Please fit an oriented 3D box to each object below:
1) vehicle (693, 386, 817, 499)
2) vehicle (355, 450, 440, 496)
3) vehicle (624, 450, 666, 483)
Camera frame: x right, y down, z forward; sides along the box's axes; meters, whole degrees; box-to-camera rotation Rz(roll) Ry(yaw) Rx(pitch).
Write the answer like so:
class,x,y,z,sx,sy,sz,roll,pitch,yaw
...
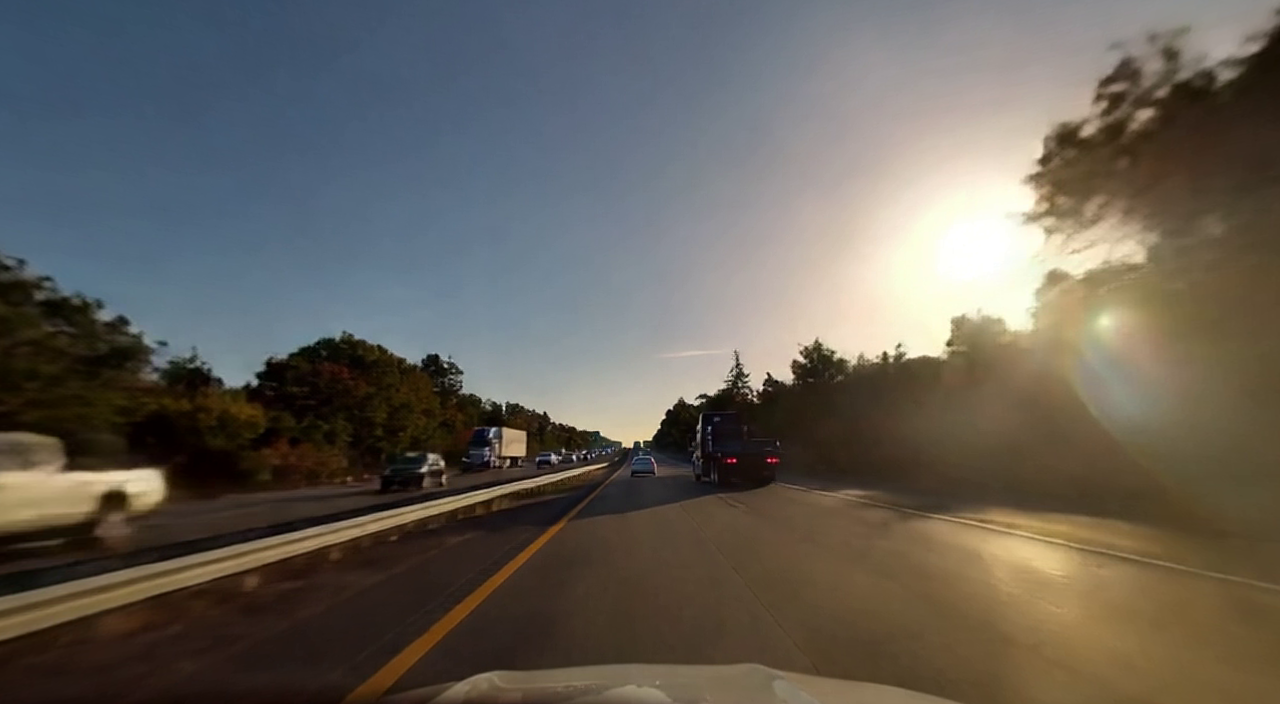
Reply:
class,x,y,z,sx,sy,sz,roll,pitch,yaw
vehicle,4.281,3.911,26.761,2.885,3.679,12.102,0,-9,0
vehicle,-9.055,4.504,23.827,1.781,1.564,3.547,0,-9,0
vehicle,0.234,5.576,30.930,1.939,1.495,3.612,0,-9,0
